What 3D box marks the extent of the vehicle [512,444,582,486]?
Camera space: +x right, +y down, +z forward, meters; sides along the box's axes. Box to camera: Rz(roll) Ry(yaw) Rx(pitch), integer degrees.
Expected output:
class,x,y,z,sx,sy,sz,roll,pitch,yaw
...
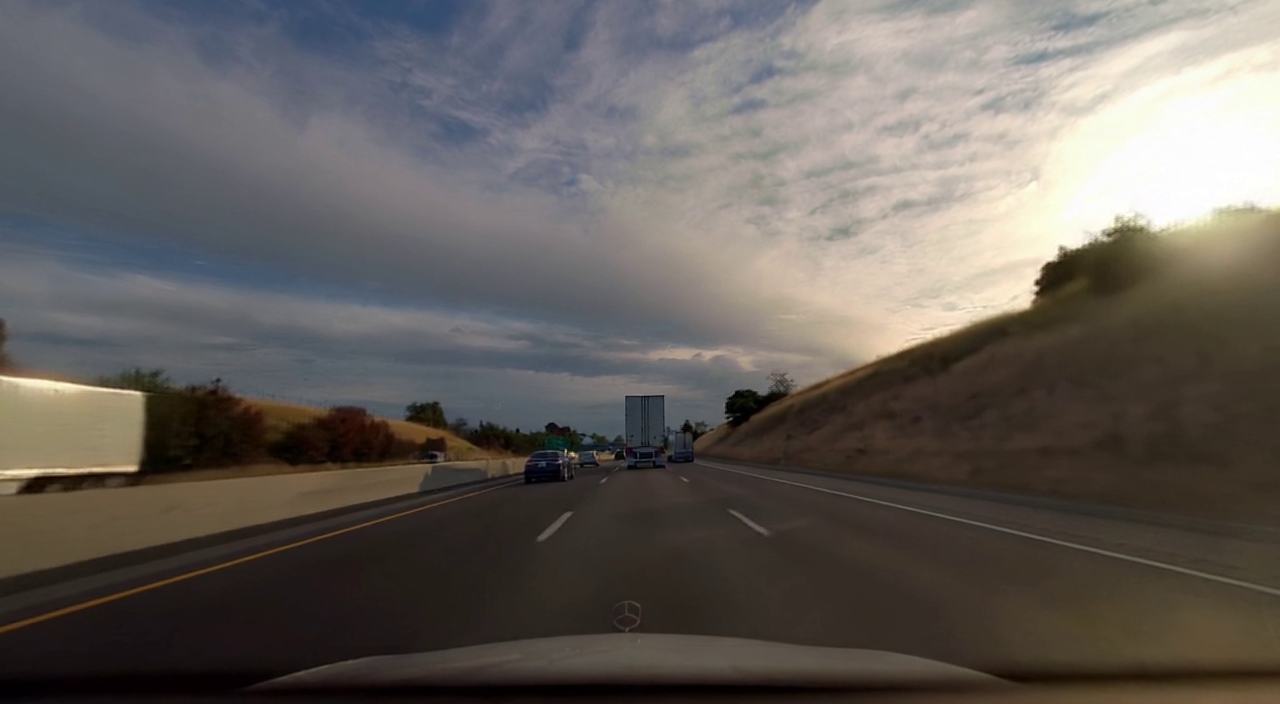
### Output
class,x,y,z,sx,sy,sz,roll,pitch,yaw
vehicle,-3.593,4.446,25.220,2.053,1.489,4.740,0,-9,0

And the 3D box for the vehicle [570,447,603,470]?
class,x,y,z,sx,sy,sz,roll,pitch,yaw
vehicle,-3.737,7.513,44.876,2.051,1.537,4.111,0,-9,-1

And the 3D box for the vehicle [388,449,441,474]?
class,x,y,z,sx,sy,sz,roll,pitch,yaw
vehicle,-15.485,7.531,43.592,1.964,1.637,4.391,0,-9,0

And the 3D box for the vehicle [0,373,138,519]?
class,x,y,z,sx,sy,sz,roll,pitch,yaw
vehicle,-19.550,2.253,15.200,2.924,4.077,14.552,0,-9,0

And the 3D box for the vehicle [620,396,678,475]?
class,x,y,z,sx,sy,sz,roll,pitch,yaw
vehicle,0.414,5.103,37.928,2.919,4.048,11.010,0,-9,0
